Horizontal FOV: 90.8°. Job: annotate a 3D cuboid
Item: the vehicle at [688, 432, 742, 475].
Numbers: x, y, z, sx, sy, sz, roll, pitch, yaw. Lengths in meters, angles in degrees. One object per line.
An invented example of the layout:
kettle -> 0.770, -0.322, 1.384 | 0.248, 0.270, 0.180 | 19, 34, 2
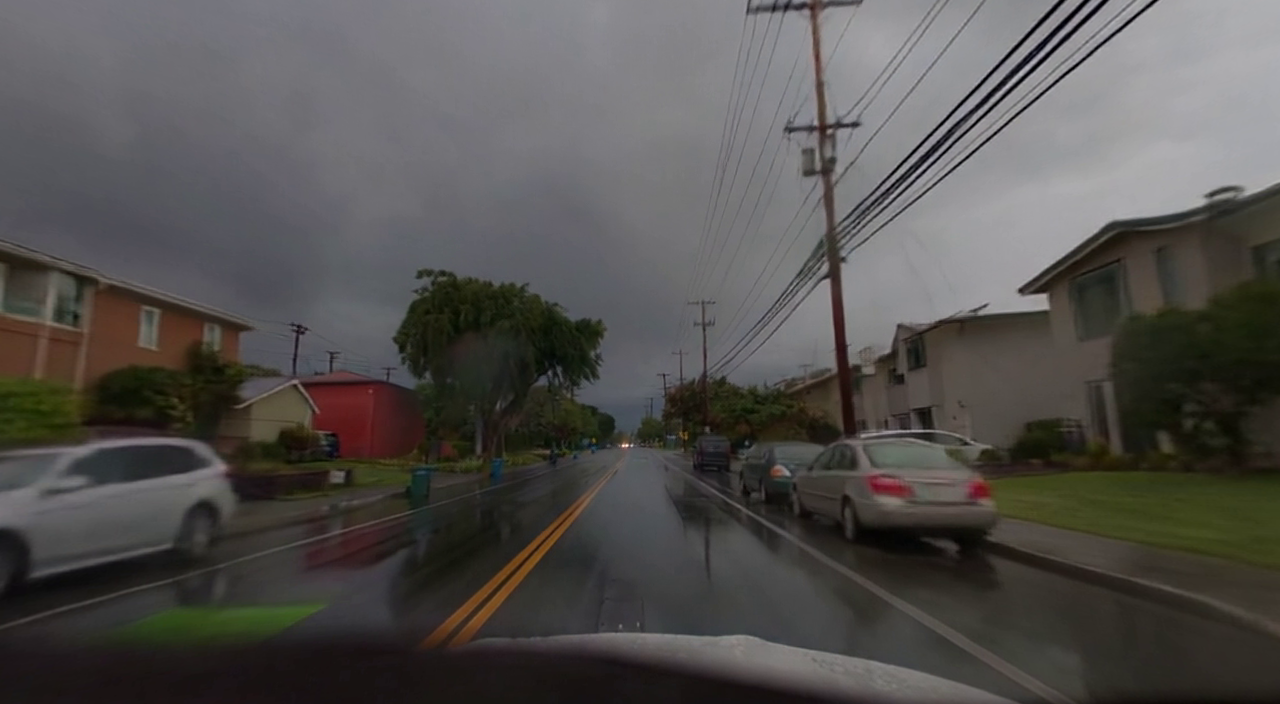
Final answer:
vehicle -> 3.748, 5.159, 32.290 | 2.088, 2.019, 4.802 | 0, -8, -1

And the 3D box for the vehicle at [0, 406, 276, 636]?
vehicle -> -6.387, 1.668, 7.140 | 1.947, 1.930, 4.306 | -2, -7, 0

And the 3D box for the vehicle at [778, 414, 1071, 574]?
vehicle -> 3.536, 1.853, 9.128 | 1.955, 1.665, 4.818 | 0, -8, 0
